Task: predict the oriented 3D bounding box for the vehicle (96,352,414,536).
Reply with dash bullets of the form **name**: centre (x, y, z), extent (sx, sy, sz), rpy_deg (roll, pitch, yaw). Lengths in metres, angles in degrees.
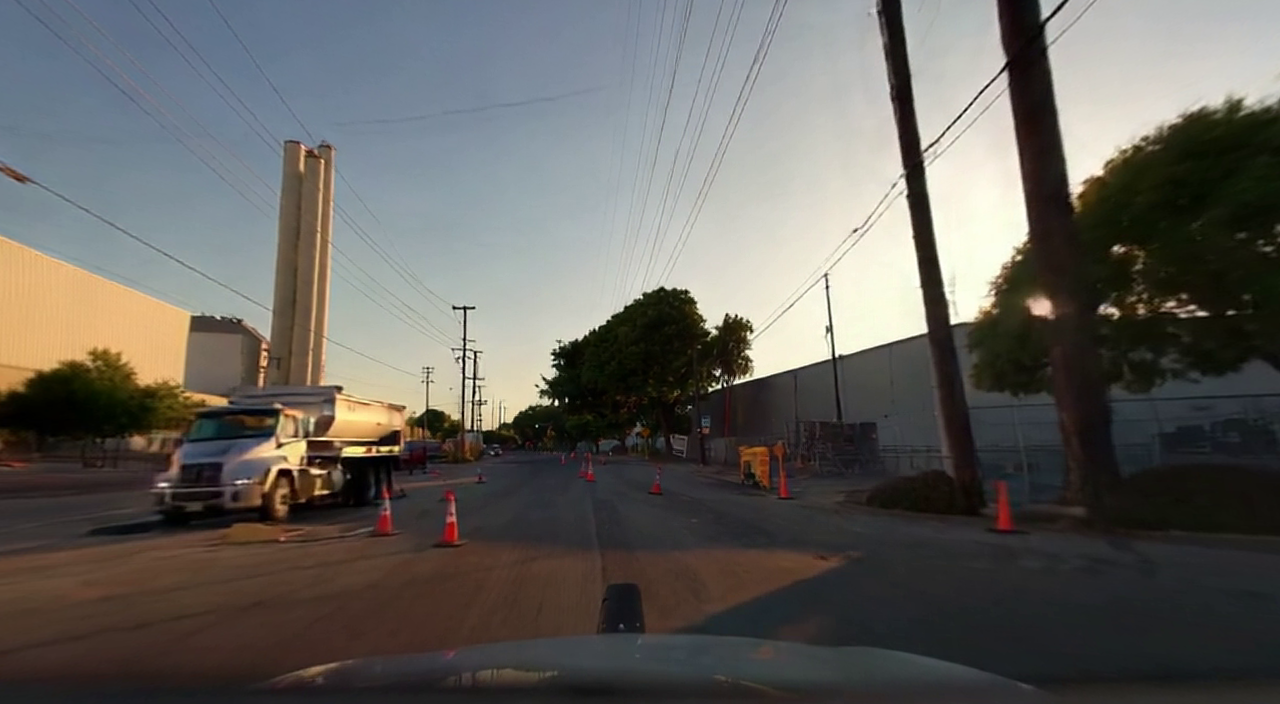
- **vehicle**: centre (-8.204, 2.216, 15.198), extent (2.991, 3.173, 7.929), rpy_deg (-1, -9, -3)
